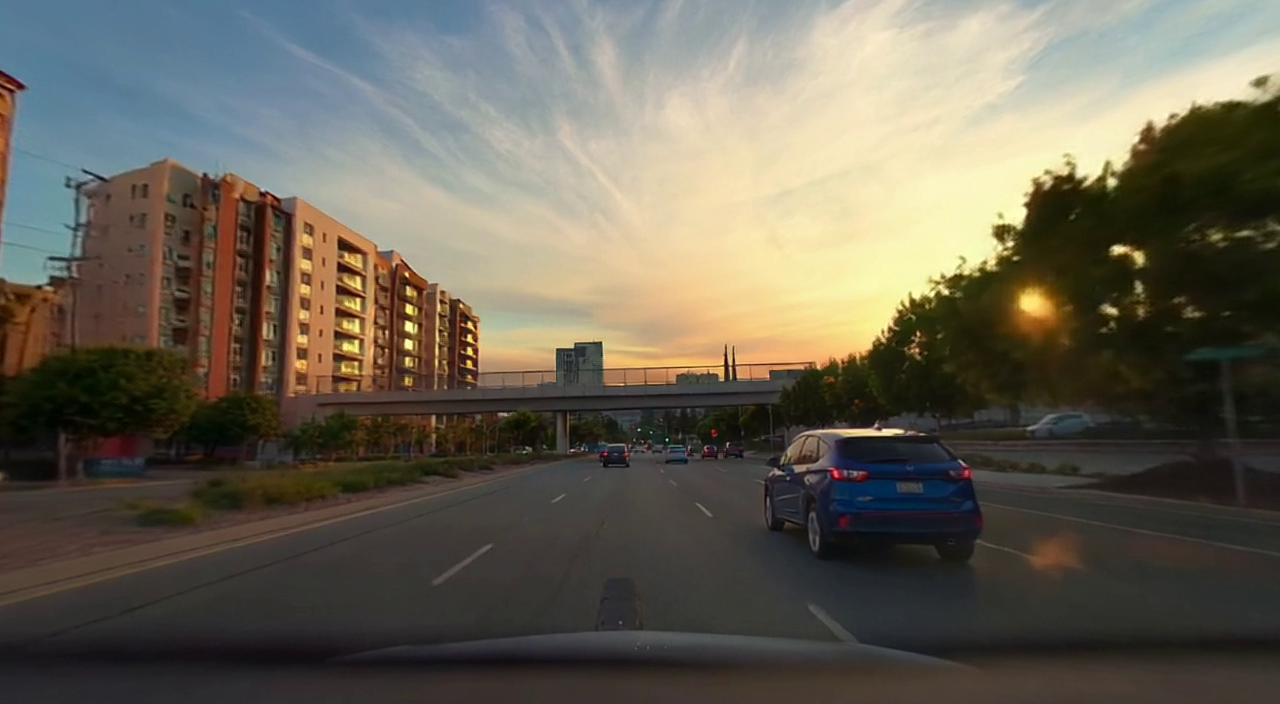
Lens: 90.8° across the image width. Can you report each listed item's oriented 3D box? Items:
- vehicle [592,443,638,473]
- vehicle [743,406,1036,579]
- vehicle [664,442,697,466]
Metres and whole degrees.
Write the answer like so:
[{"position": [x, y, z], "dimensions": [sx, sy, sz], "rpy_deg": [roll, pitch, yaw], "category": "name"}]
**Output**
[{"position": [-1.291, 5.784, 34.765], "dimensions": [2.173, 1.498, 4.528], "rpy_deg": [0, -8, 2], "category": "vehicle"}, {"position": [2.922, 1.774, 8.828], "dimensions": [2.130, 1.741, 4.665], "rpy_deg": [0, -8, -1], "category": "vehicle"}, {"position": [3.025, 7.722, 47.957], "dimensions": [2.165, 1.708, 3.928], "rpy_deg": [0, -8, -2], "category": "vehicle"}]
